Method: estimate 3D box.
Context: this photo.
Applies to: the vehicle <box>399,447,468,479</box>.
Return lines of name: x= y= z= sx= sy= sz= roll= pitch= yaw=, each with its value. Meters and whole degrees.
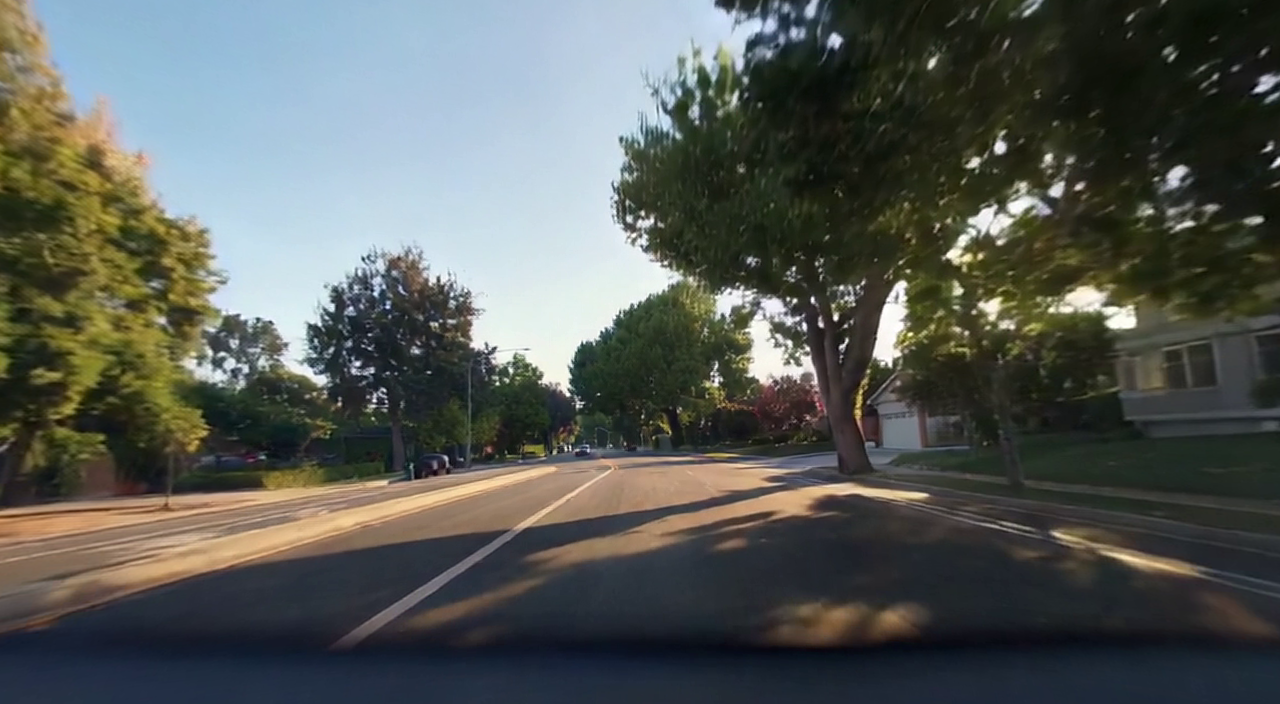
vehicle: x=-11.995 y=6.446 z=37.040 sx=2.066 sy=1.681 sz=5.292 roll=-1 pitch=-8 yaw=2
